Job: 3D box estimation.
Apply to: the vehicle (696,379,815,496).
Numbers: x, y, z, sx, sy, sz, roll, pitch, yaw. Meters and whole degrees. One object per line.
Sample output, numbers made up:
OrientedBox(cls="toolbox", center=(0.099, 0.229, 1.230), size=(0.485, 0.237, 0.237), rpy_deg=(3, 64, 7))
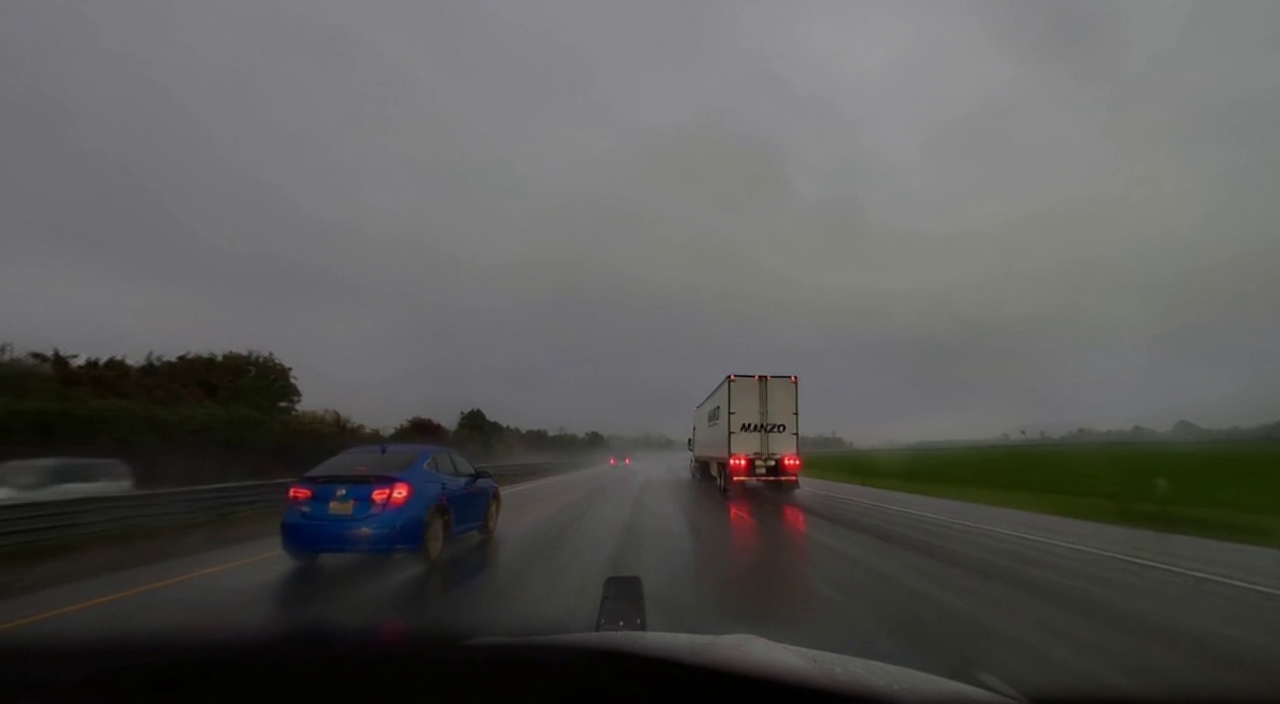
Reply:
OrientedBox(cls="vehicle", center=(4.612, 4.013, 28.847), size=(2.832, 4.034, 13.924), rpy_deg=(0, -9, 0))

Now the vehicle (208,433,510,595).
OrientedBox(cls="vehicle", center=(-3.169, 1.900, 8.303), size=(1.945, 1.537, 4.294), rpy_deg=(0, -9, 1))
